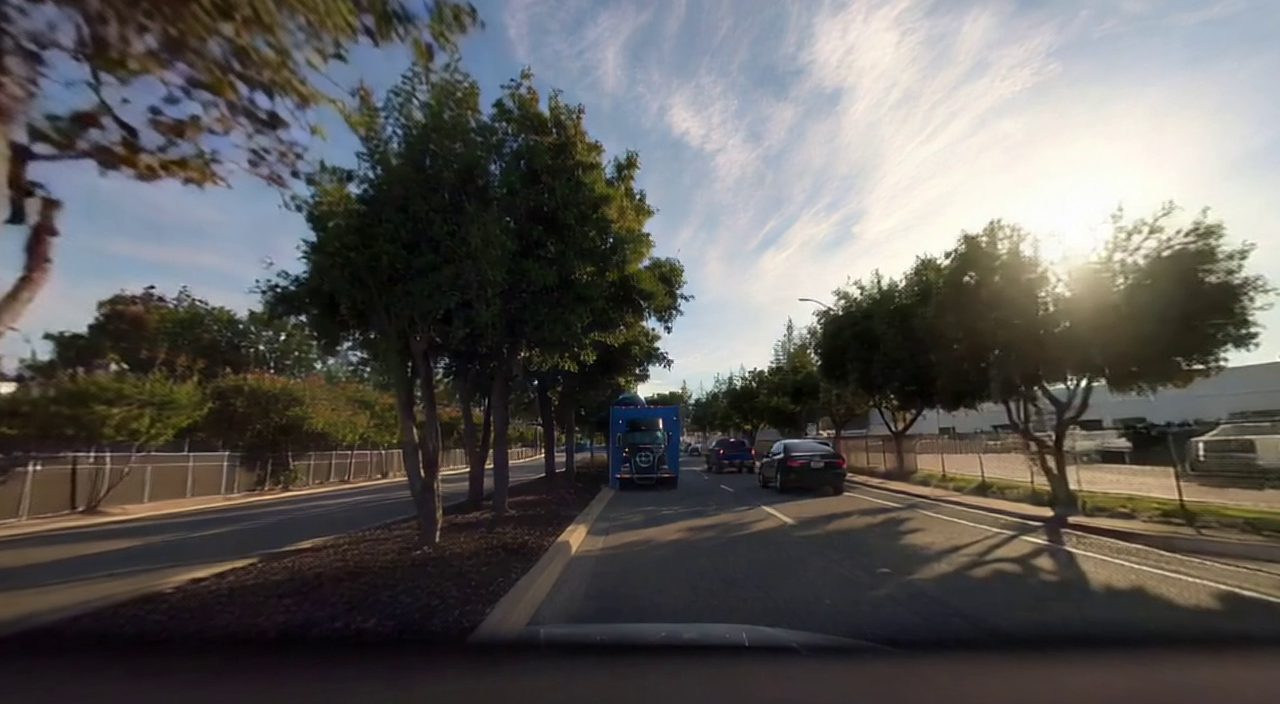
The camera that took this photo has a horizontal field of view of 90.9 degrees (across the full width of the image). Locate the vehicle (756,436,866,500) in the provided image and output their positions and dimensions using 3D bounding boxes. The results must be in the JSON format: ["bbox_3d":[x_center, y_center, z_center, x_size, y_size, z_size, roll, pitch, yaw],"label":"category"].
[{"bbox_3d":[4.768,3.286,18.299,2.001,1.621,4.208,0,-8,0],"label":"vehicle"}]

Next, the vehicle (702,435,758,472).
[{"bbox_3d":[4.862,5.616,34.994,2.375,1.857,5.100,0,-8,0],"label":"vehicle"}]

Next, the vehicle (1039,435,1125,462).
[{"bbox_3d":[22.889,5.011,32.680,3.251,1.321,1.555,0,-8,-1],"label":"vehicle"}]

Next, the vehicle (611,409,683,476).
[{"bbox_3d":[0.474,4.579,31.809,3.197,2.963,7.055,0,-8,2],"label":"vehicle"}]

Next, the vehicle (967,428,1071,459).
[{"bbox_3d":[23.029,5.610,38.450,4.995,1.543,1.899,-4,-8,1],"label":"vehicle"}]
